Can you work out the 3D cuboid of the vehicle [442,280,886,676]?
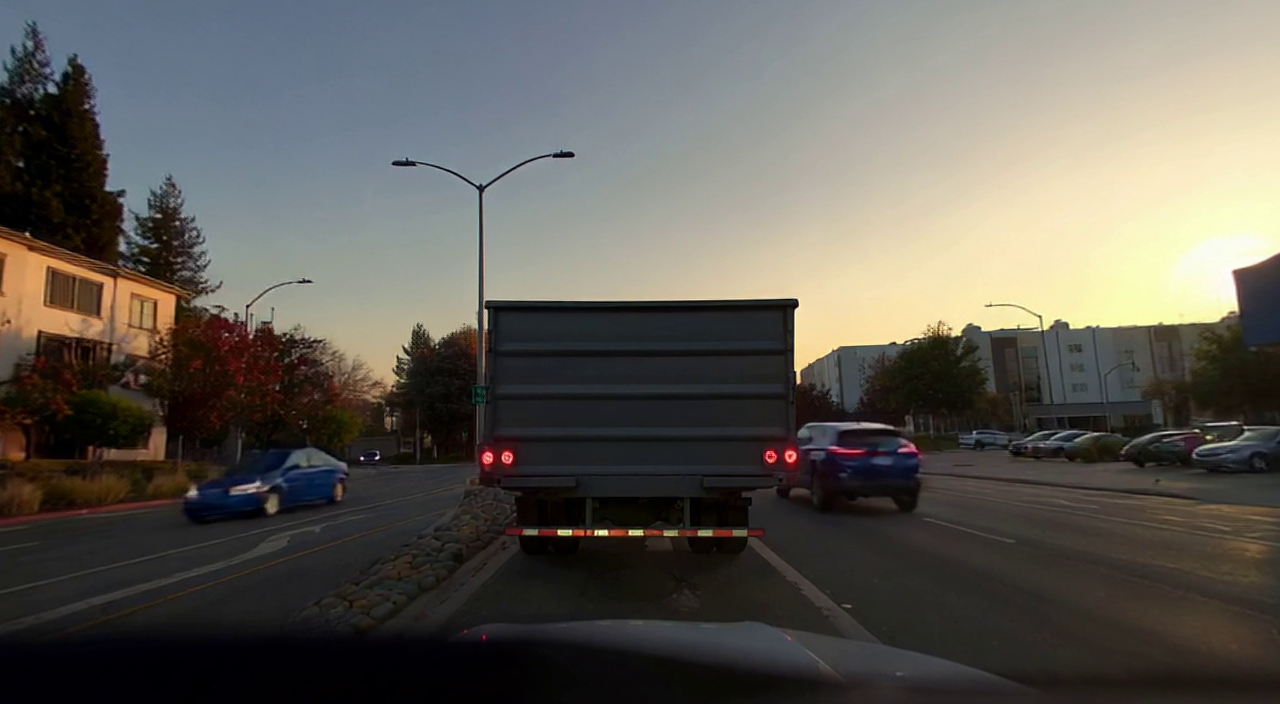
[{"bbox_3d":[0.267,1.247,7.403,2.650,2.391,7.008,-1,-8,2],"label":"vehicle"}]

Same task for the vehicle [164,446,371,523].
[{"bbox_3d":[-8.373,2.965,14.837,2.006,1.479,4.643,-1,-8,0],"label":"vehicle"}]

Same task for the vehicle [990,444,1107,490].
[{"bbox_3d":[14.283,4.005,22.338,1.702,1.475,3.670,-1,-8,1],"label":"vehicle"}]

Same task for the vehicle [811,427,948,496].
[{"bbox_3d":[7.151,3.325,19.591,2.363,1.825,4.989,-1,-8,1],"label":"vehicle"}]

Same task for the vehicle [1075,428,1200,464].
[{"bbox_3d":[23.118,4.388,29.439,4.171,1.614,1.894,-1,-8,1],"label":"vehicle"}]
